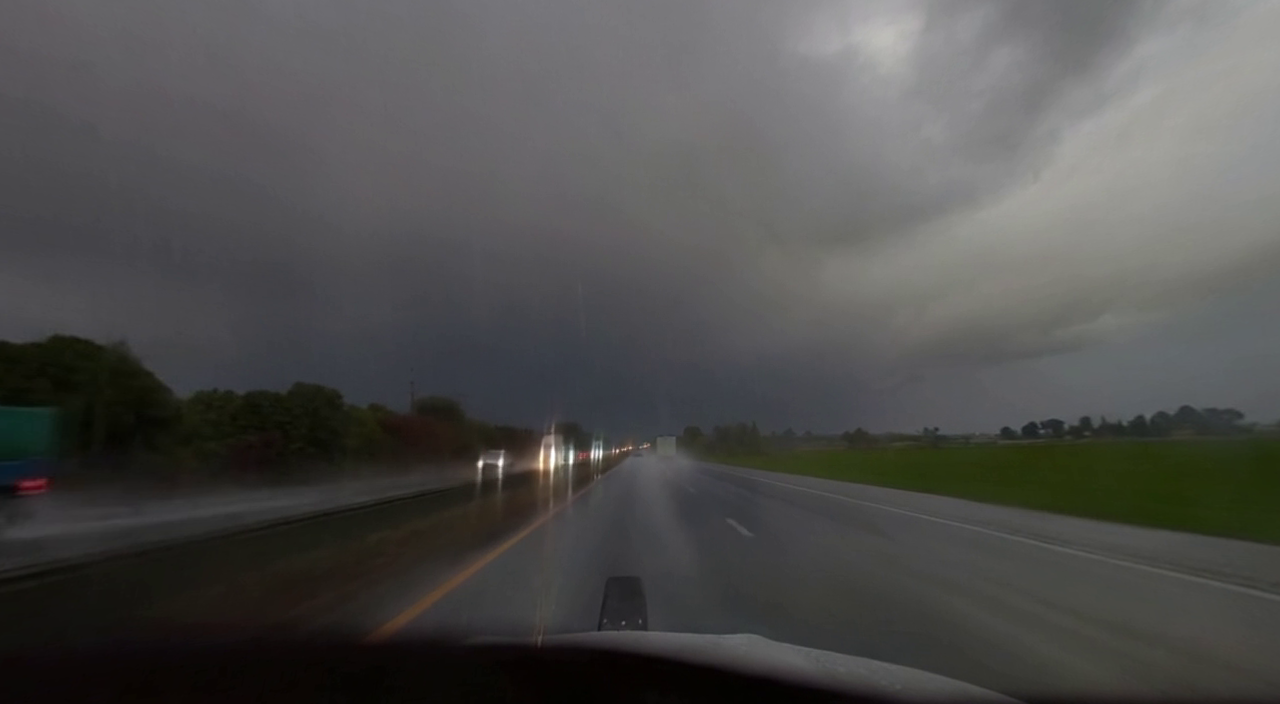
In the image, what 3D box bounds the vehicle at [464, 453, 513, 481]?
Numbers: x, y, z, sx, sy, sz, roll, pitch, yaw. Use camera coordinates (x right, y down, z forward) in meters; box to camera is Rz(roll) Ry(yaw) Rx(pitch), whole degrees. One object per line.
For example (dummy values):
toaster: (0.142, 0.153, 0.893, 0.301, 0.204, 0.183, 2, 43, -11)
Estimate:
vehicle: (-8.757, 6.657, 36.741, 1.858, 1.512, 4.033, 0, -9, 0)
